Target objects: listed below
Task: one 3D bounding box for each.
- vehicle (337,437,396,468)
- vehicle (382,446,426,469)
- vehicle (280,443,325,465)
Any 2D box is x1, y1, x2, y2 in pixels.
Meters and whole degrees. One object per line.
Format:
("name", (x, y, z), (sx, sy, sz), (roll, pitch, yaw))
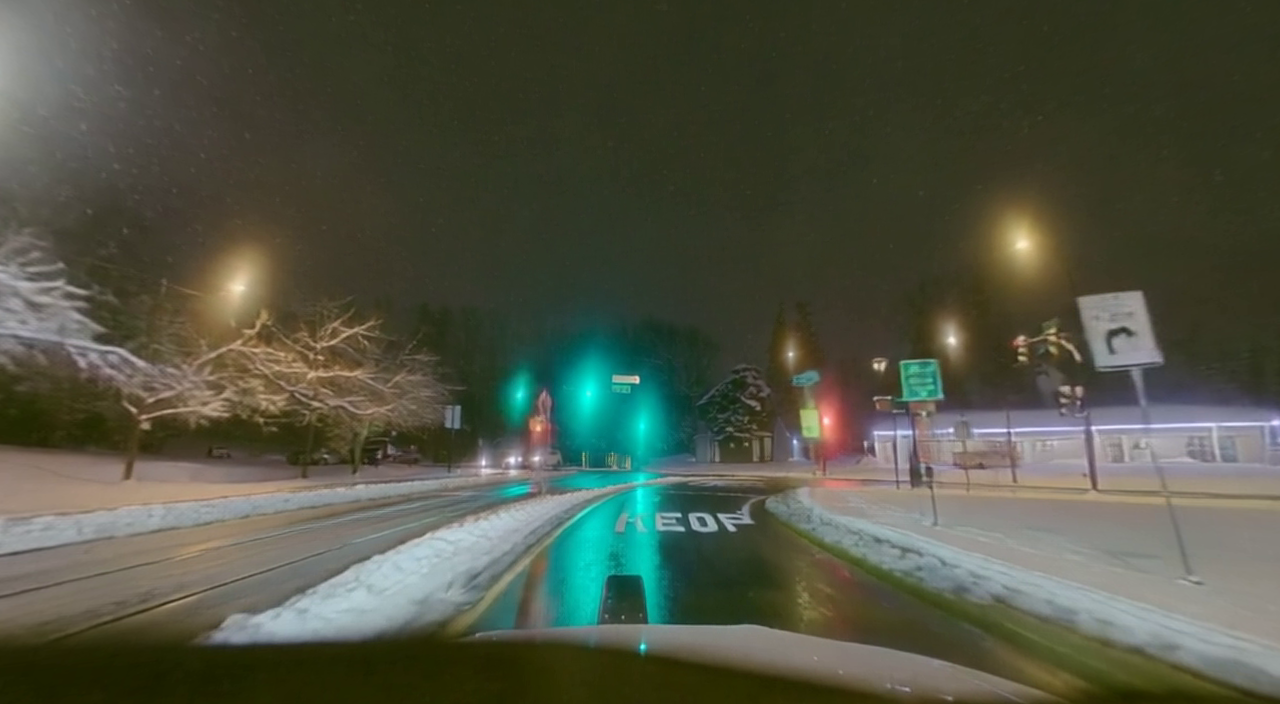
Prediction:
("vehicle", (-18.214, 6.695, 42.100), (2.337, 1.934, 4.843), (1, -9, -8))
("vehicle", (-15.213, 6.797, 40.611), (1.789, 1.399, 4.236), (2, -9, -9))
("vehicle", (-24.544, 7.443, 45.748), (1.771, 1.510, 3.545), (2, -9, -9))
